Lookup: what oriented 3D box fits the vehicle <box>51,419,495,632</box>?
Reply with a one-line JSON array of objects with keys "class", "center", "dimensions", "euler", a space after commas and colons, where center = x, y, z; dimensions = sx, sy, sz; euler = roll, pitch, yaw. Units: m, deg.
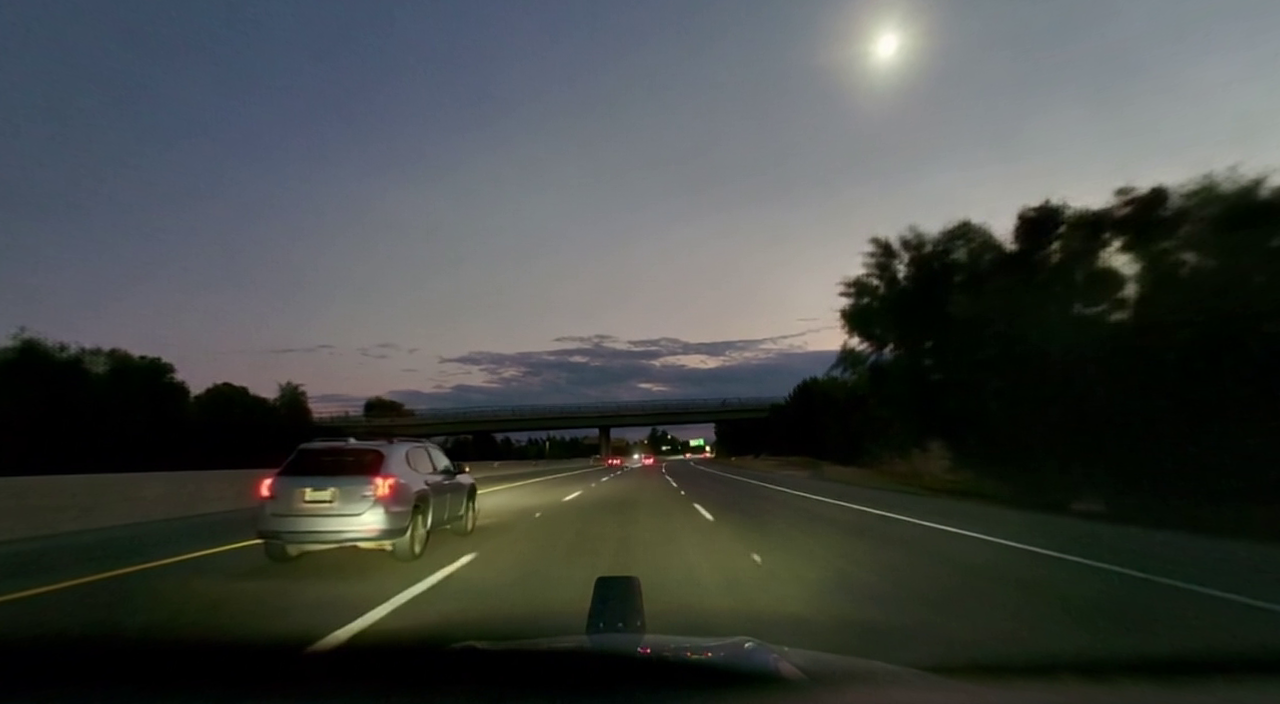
[{"class": "vehicle", "center": [-3.409, 1.727, 7.355], "dimensions": [2.274, 1.628, 4.807], "euler": [0, -9, 0]}]
